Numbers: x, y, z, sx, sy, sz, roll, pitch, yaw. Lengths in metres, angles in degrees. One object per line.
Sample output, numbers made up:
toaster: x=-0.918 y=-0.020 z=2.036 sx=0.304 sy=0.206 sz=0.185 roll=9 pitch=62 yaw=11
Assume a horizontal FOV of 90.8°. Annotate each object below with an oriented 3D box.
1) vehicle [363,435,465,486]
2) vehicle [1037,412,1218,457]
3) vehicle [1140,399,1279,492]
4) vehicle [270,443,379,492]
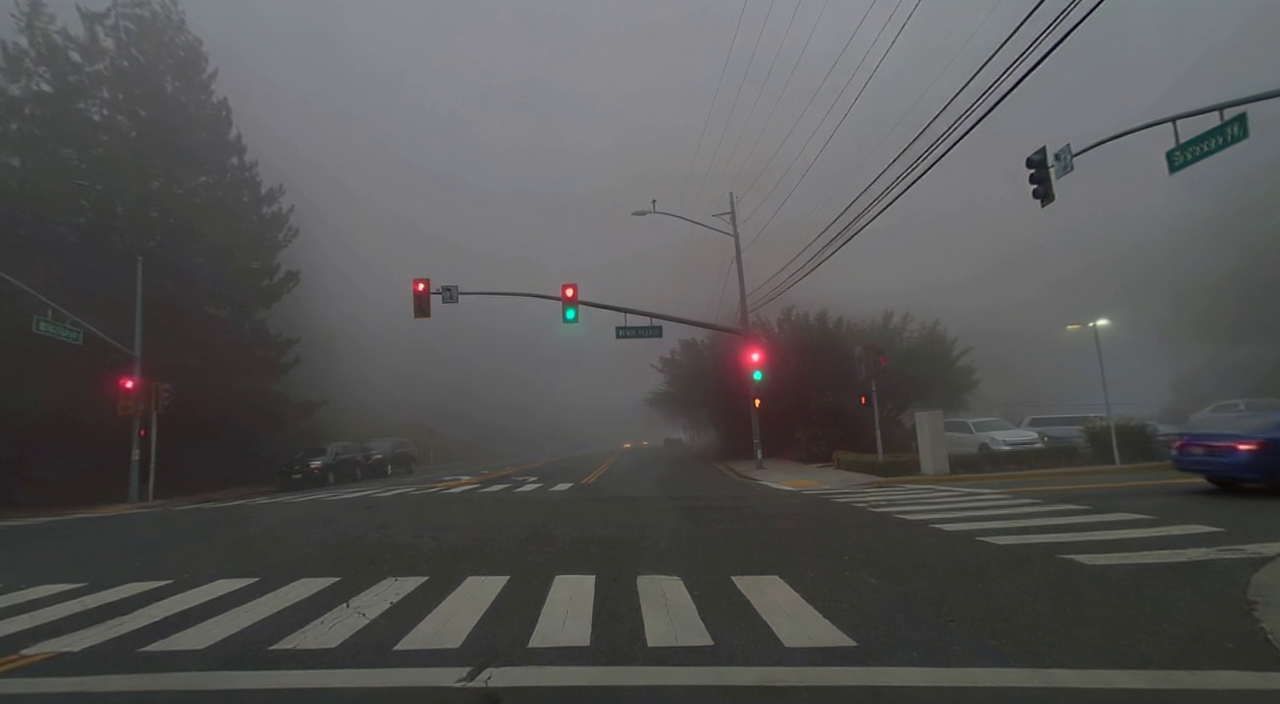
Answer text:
vehicle: x=-10.140 y=4.926 z=28.988 sx=2.664 sy=1.940 sz=5.702 roll=-3 pitch=-9 yaw=0
vehicle: x=16.850 y=2.921 z=22.154 sx=4.560 sy=1.453 sz=1.851 roll=-3 pitch=-9 yaw=18
vehicle: x=11.683 y=1.568 z=10.632 sx=4.592 sy=1.470 sz=2.071 roll=-3 pitch=-9 yaw=21
vehicle: x=-13.791 y=5.065 z=28.064 sx=2.306 sy=1.957 sz=4.968 roll=0 pitch=-9 yaw=-1
